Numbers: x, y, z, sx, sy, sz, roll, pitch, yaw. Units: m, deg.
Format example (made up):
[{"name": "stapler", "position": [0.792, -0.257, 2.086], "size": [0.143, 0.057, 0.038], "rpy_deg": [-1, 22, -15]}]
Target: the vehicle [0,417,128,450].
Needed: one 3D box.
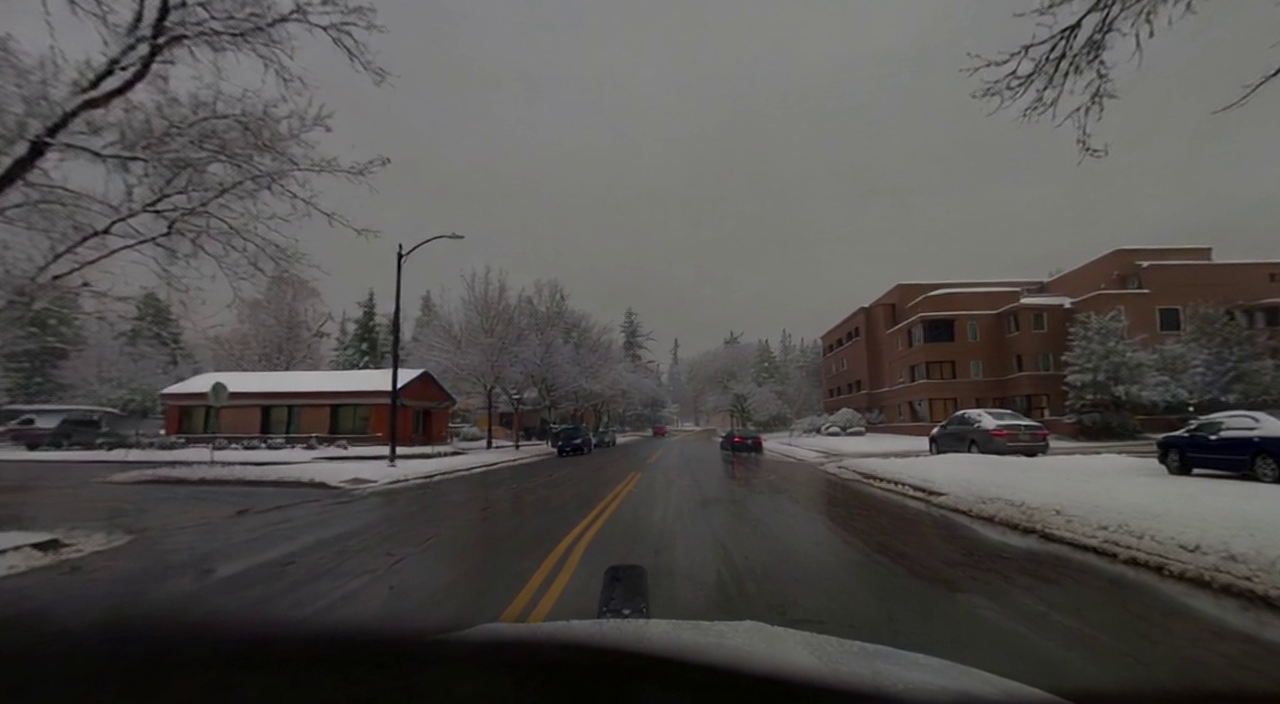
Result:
[{"name": "vehicle", "position": [-29.680, 4.164, 32.221], "size": [4.814, 1.609, 2.197], "rpy_deg": [2, -7, -16]}]

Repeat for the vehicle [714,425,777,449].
[{"name": "vehicle", "position": [8.118, 6.511, 48.390], "size": [4.277, 1.740, 2.097], "rpy_deg": [-4, -8, 30]}]

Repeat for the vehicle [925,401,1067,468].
[{"name": "vehicle", "position": [10.976, 2.631, 19.914], "size": [2.018, 1.840, 4.662], "rpy_deg": [-1, -8, 5]}]

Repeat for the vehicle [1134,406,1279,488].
[{"name": "vehicle", "position": [12.948, 1.933, 13.028], "size": [1.903, 1.528, 4.374], "rpy_deg": [0, -7, 0]}]
